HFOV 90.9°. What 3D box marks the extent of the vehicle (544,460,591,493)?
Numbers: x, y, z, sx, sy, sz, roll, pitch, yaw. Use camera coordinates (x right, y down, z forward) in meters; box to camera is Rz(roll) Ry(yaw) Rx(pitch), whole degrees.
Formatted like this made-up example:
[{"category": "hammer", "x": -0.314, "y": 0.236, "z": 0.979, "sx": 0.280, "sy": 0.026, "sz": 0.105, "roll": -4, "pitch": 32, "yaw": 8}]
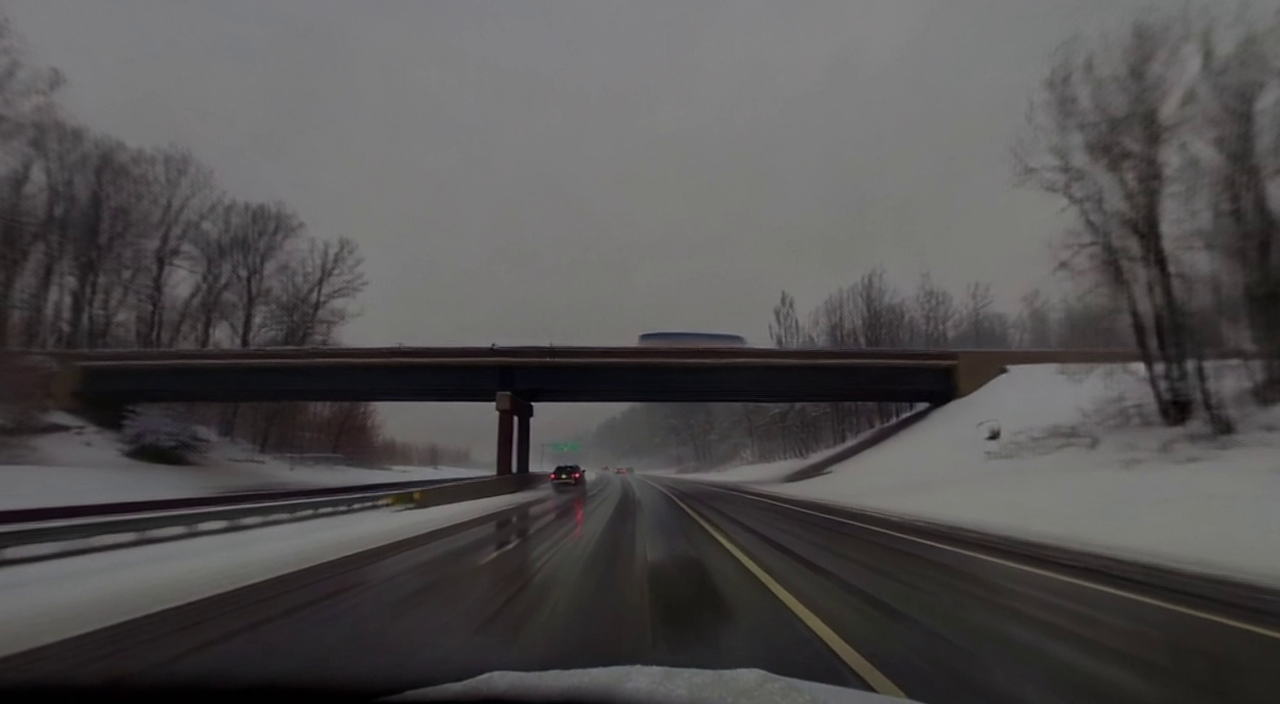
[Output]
[{"category": "vehicle", "x": -4.258, "y": 7.470, "z": 37.972, "sx": 2.286, "sy": 1.757, "sz": 5.057, "roll": 1, "pitch": -11, "yaw": -1}]
